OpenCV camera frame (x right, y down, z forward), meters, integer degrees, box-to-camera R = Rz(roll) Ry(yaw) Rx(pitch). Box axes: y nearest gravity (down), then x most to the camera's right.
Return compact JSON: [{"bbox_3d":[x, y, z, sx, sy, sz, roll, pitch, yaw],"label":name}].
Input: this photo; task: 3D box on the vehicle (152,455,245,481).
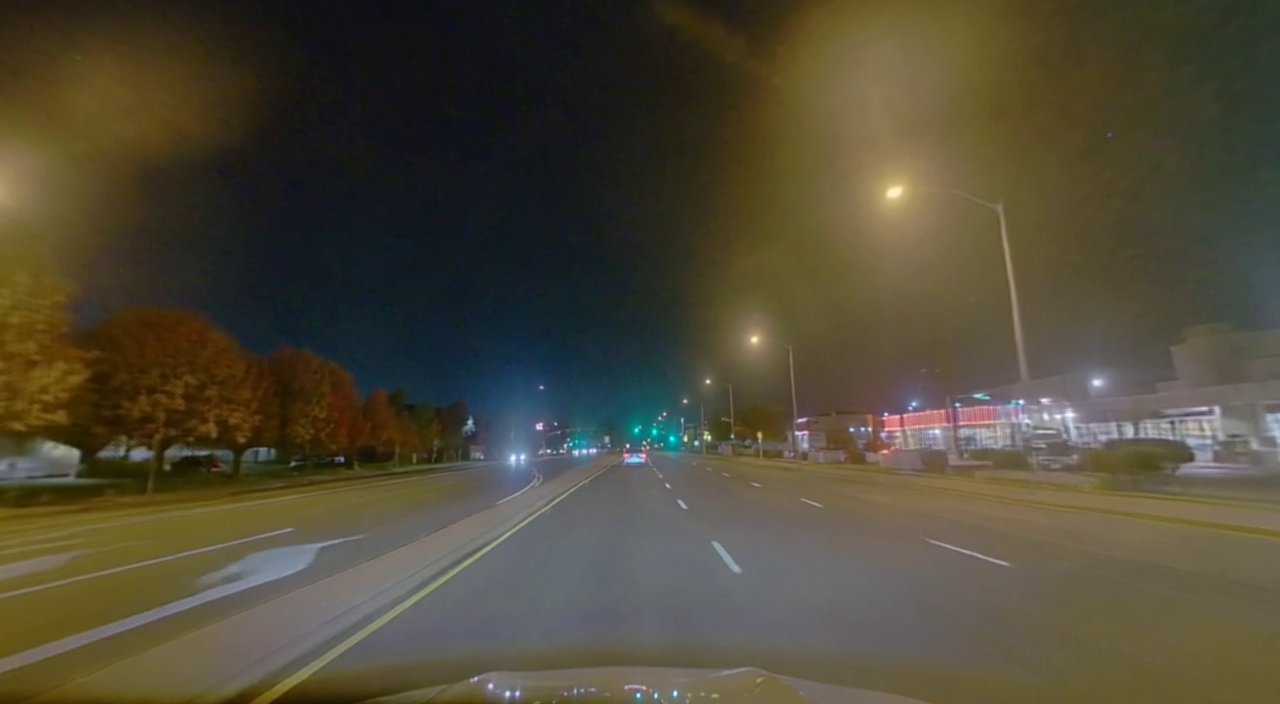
[{"bbox_3d":[-31.113,8.194,44.639,4.919,1.720,2.217,0,-8,0],"label":"vehicle"}]
